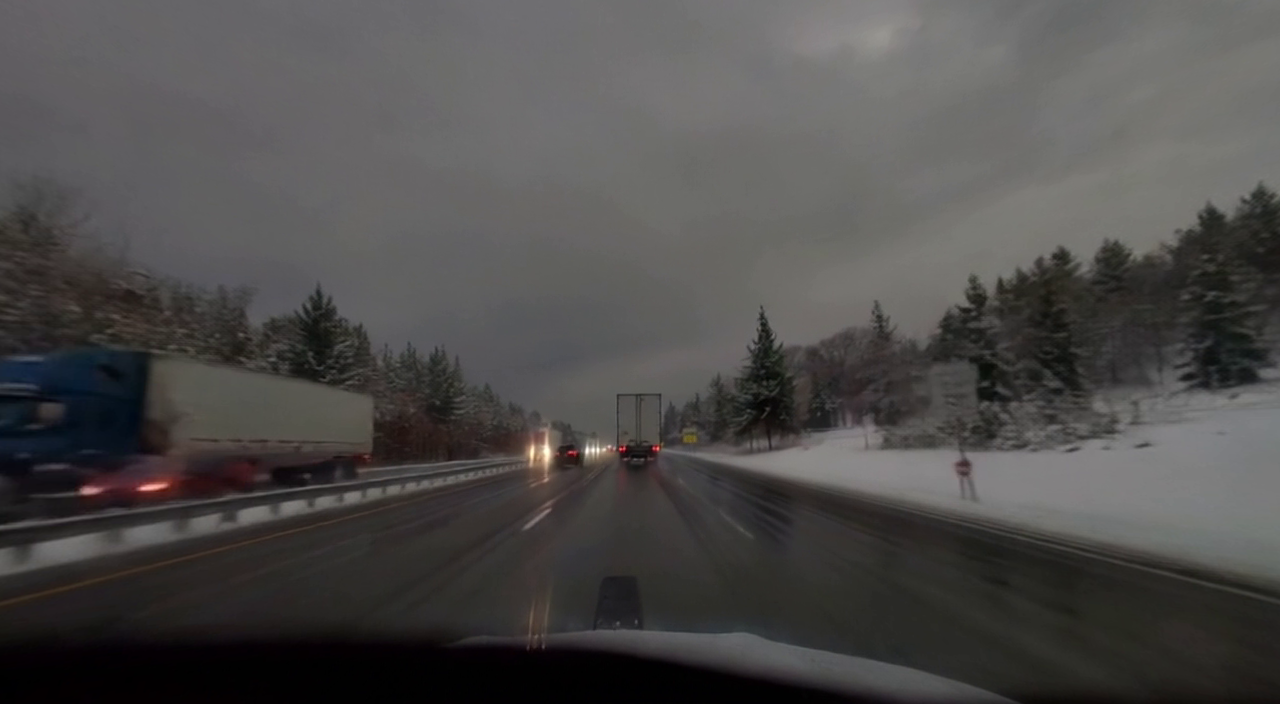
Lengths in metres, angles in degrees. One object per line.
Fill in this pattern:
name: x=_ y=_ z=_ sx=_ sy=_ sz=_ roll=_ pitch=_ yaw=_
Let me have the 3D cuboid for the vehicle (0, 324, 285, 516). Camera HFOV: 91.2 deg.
vehicle: x=-15.071 y=2.204 z=18.455 sx=3.032 sy=4.087 sz=10.407 roll=0 pitch=-9 yaw=0

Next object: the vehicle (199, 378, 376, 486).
vehicle: x=-15.033 y=3.626 z=27.837 sx=2.883 sy=4.057 sz=8.315 roll=0 pitch=-9 yaw=0

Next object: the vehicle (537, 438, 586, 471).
vehicle: x=-4.183 y=5.547 z=33.930 sx=2.112 sy=1.645 sz=4.129 roll=0 pitch=-9 yaw=0

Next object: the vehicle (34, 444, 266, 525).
vehicle: x=-10.392 y=2.796 z=13.766 sx=1.880 sy=1.491 sz=3.942 roll=0 pitch=-9 yaw=0

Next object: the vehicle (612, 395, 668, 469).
vehicle: x=-0.057 y=5.242 z=40.273 sx=3.100 sy=4.091 sz=10.664 roll=0 pitch=-9 yaw=0
